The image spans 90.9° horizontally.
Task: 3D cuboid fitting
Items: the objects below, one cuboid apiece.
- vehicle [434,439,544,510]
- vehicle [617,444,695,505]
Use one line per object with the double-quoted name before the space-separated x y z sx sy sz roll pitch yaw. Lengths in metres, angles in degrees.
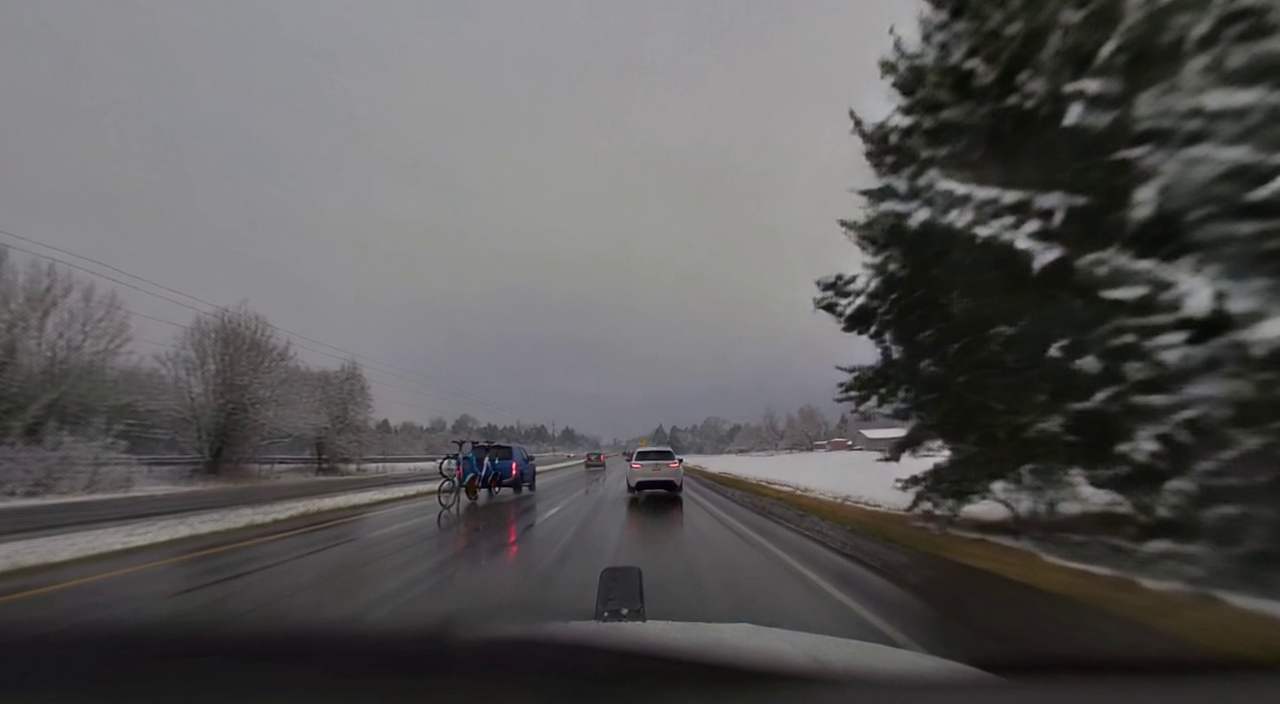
"vehicle" -3.927 3.259 17.154 1.962 1.681 4.033 0 -9 1
"vehicle" 0.407 3.576 18.791 2.063 1.582 3.955 0 -9 -1
